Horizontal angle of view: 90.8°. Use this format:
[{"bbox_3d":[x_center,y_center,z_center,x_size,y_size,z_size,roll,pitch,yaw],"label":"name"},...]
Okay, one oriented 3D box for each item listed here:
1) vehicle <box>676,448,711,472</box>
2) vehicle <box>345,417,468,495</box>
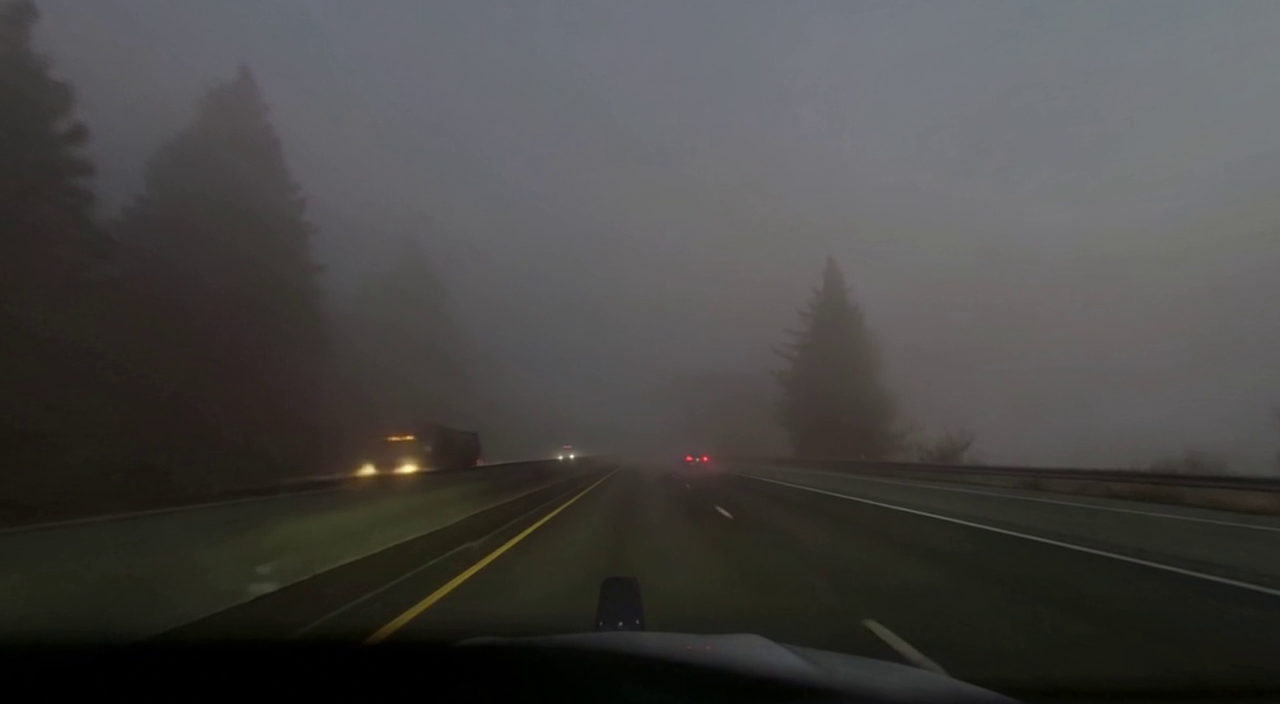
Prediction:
[{"bbox_3d":[3.712,7.605,44.528,2.013,1.584,3.995,0,-9,-1],"label":"vehicle"},{"bbox_3d":[-12.242,5.610,34.332,2.922,3.619,9.476,0,-9,1],"label":"vehicle"}]
